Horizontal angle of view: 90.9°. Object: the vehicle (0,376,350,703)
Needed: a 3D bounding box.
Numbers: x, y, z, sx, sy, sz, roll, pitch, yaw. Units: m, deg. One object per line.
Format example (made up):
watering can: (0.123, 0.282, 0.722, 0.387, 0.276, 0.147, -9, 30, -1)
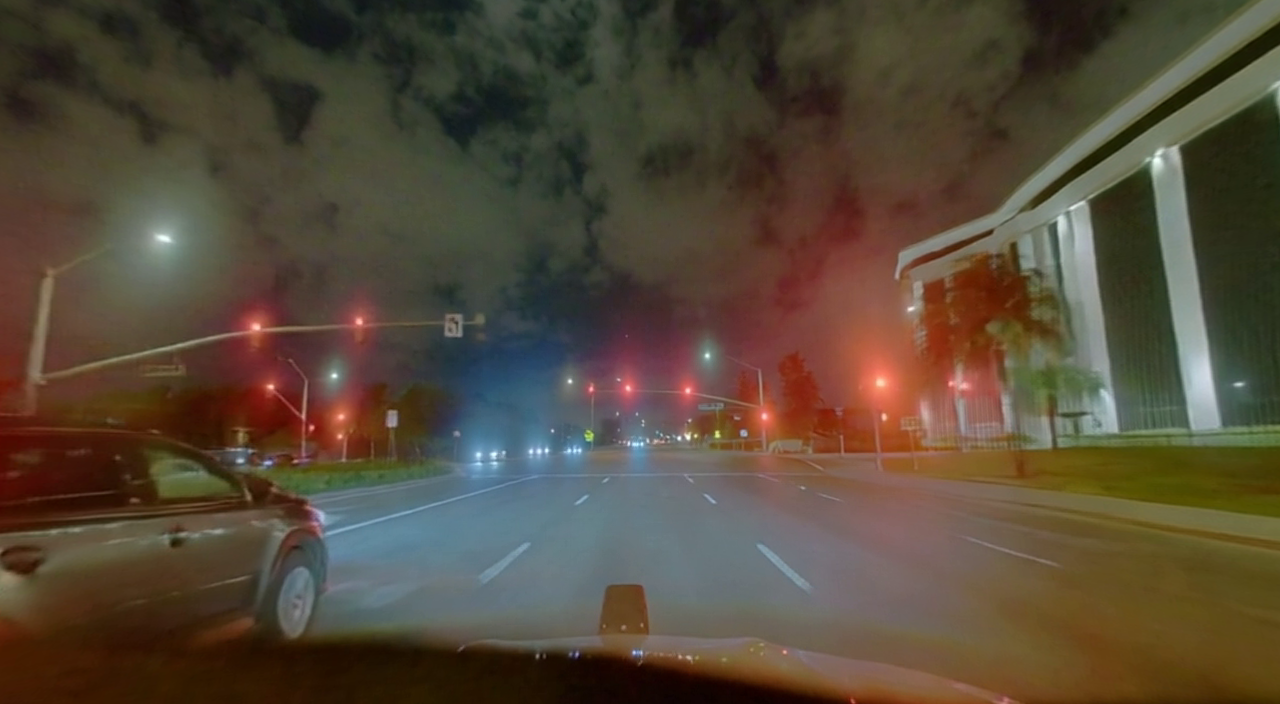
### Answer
vehicle: (-3.205, 0.853, 2.050, 2.162, 1.549, 4.795, 0, -8, 1)
